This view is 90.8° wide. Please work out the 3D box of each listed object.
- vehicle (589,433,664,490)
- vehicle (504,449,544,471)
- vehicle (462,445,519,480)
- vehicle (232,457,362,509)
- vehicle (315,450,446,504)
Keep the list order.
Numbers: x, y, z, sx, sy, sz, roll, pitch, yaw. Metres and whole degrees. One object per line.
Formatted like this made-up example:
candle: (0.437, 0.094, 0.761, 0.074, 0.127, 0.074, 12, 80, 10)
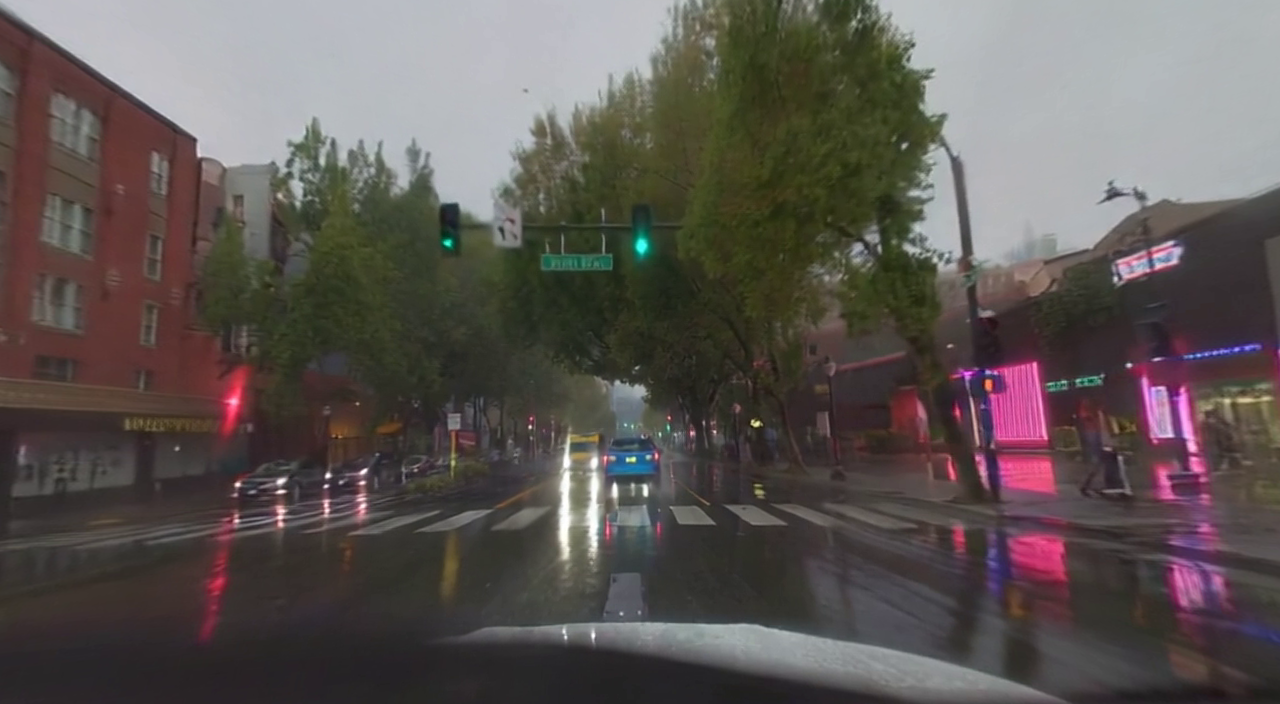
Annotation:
vehicle: (-0.429, 3.815, 22.368, 2.382, 1.796, 4.610, 0, -8, 0)
vehicle: (-8.377, 7.817, 45.925, 2.029, 1.478, 4.367, 0, -8, 0)
vehicle: (-8.108, 6.013, 34.649, 2.109, 1.628, 4.108, -4, -9, -1)
vehicle: (-11.538, 4.393, 21.657, 1.972, 1.475, 4.381, 0, -8, 0)
vehicle: (-8.093, 3.918, 20.293, 2.152, 1.468, 4.737, -1, -8, 1)
